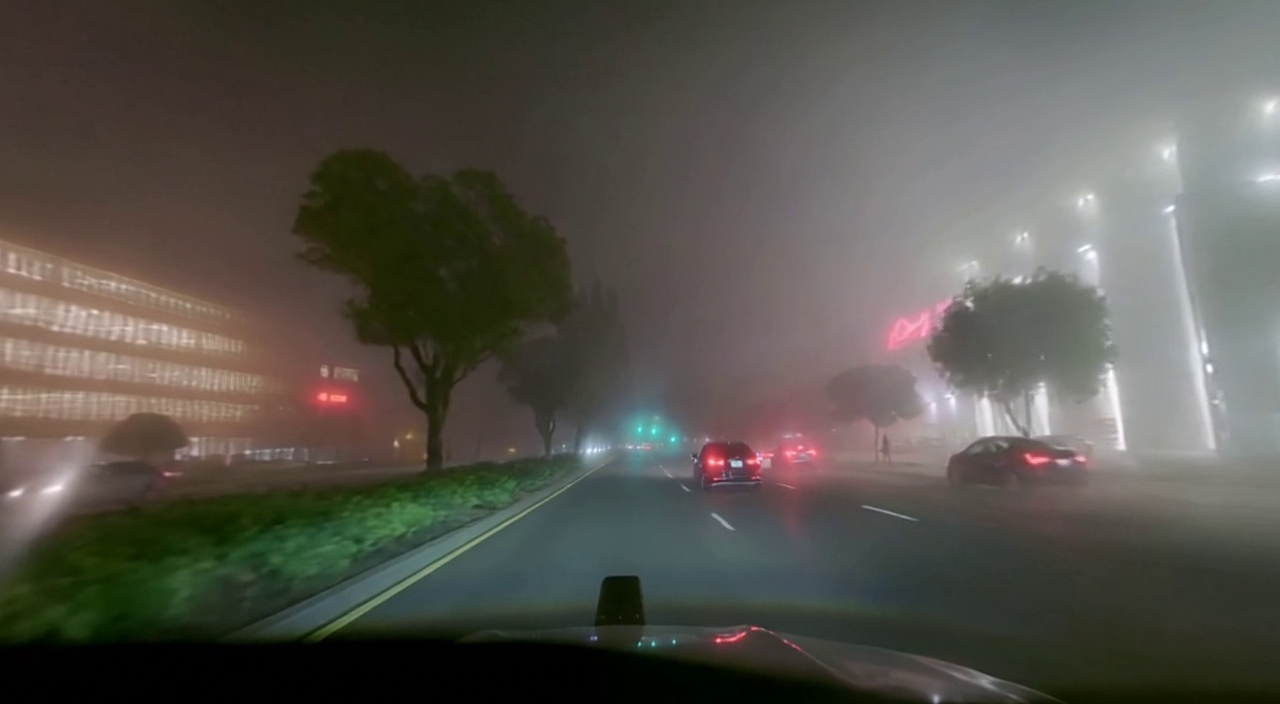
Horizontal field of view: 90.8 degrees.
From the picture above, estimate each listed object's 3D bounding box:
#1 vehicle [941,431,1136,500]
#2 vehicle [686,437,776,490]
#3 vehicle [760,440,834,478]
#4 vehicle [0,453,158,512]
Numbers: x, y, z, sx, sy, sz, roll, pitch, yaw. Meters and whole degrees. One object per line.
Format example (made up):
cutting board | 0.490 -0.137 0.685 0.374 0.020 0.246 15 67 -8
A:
vehicle | 9.944 2.853 16.359 2.003 1.511 4.670 0 -8 0
vehicle | 2.780 3.546 20.439 2.131 1.491 4.496 0 -8 -1
vehicle | 6.366 4.368 26.131 1.912 1.411 4.380 0 -8 -1
vehicle | -19.616 4.397 21.870 2.071 1.743 4.749 0 -8 0
